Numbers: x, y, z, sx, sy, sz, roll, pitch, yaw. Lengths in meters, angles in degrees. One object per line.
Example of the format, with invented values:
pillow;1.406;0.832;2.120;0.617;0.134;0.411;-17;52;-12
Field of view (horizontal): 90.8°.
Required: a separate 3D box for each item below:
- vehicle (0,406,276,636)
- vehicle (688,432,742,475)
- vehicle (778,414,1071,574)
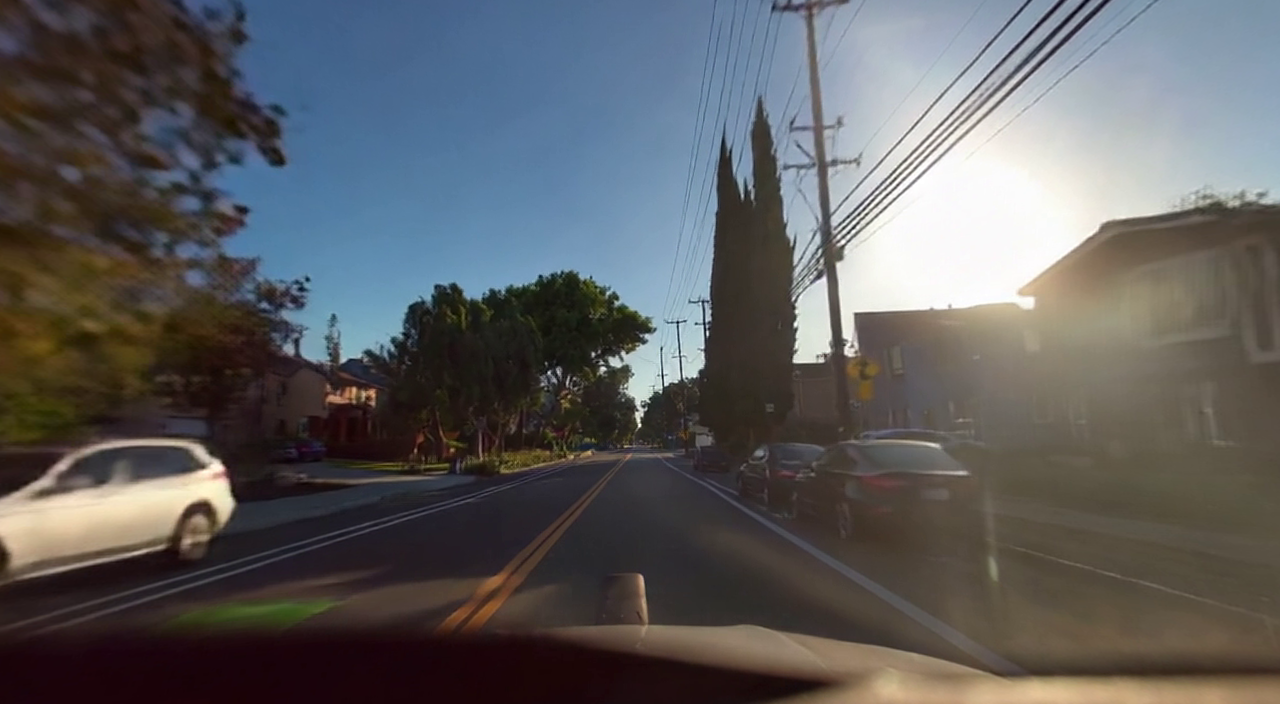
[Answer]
vehicle;-6.387;1.668;7.140;1.947;1.930;4.306;-2;-7;0
vehicle;3.748;5.159;32.290;2.088;2.019;4.802;0;-8;-1
vehicle;3.536;1.853;9.128;1.955;1.665;4.818;0;-8;0
